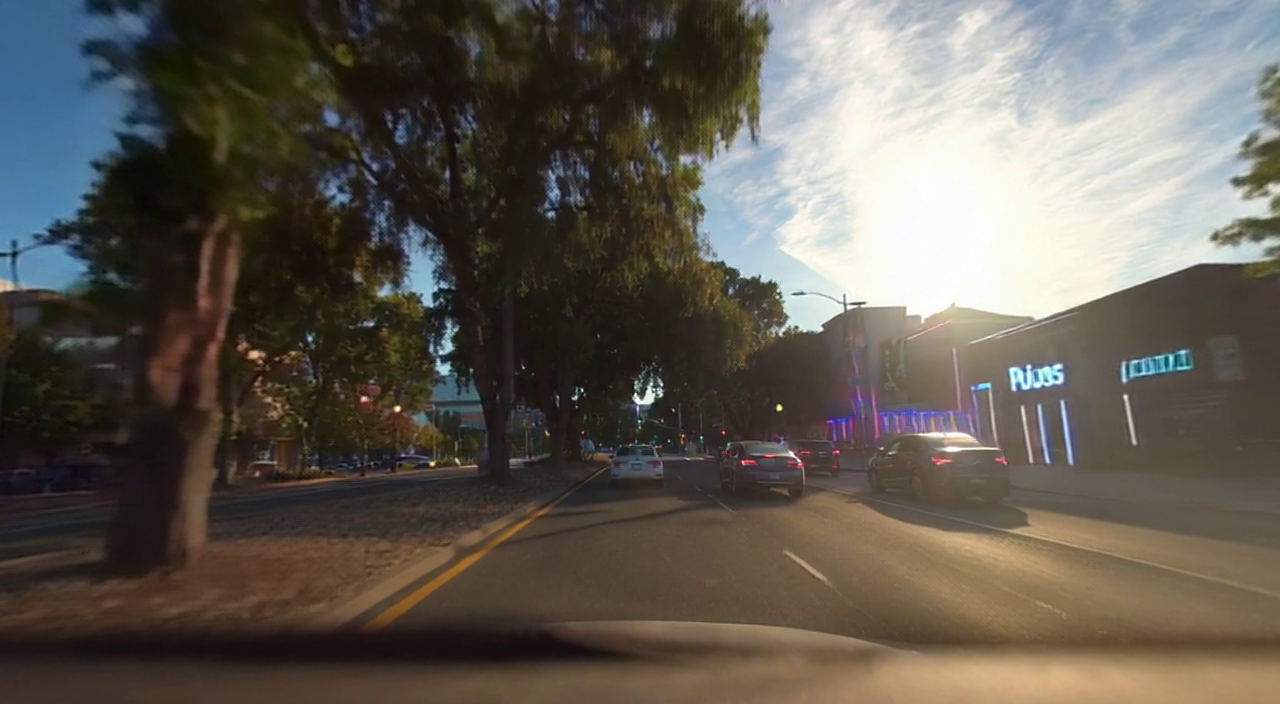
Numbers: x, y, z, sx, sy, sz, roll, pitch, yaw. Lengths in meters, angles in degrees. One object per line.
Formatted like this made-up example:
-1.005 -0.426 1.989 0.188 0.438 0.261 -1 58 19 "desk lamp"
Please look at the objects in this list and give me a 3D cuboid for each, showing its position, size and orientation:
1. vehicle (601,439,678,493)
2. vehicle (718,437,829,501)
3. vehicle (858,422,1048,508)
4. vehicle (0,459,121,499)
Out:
-0.051 3.481 19.625 2.101 1.444 4.248 0 -9 -1 "vehicle"
3.401 3.066 16.978 1.993 1.477 4.240 0 -9 -1 "vehicle"
7.178 2.656 15.264 2.052 1.708 4.842 0 -9 -1 "vehicle"
-26.411 5.652 28.270 4.559 1.663 2.059 -1 -9 3 "vehicle"
